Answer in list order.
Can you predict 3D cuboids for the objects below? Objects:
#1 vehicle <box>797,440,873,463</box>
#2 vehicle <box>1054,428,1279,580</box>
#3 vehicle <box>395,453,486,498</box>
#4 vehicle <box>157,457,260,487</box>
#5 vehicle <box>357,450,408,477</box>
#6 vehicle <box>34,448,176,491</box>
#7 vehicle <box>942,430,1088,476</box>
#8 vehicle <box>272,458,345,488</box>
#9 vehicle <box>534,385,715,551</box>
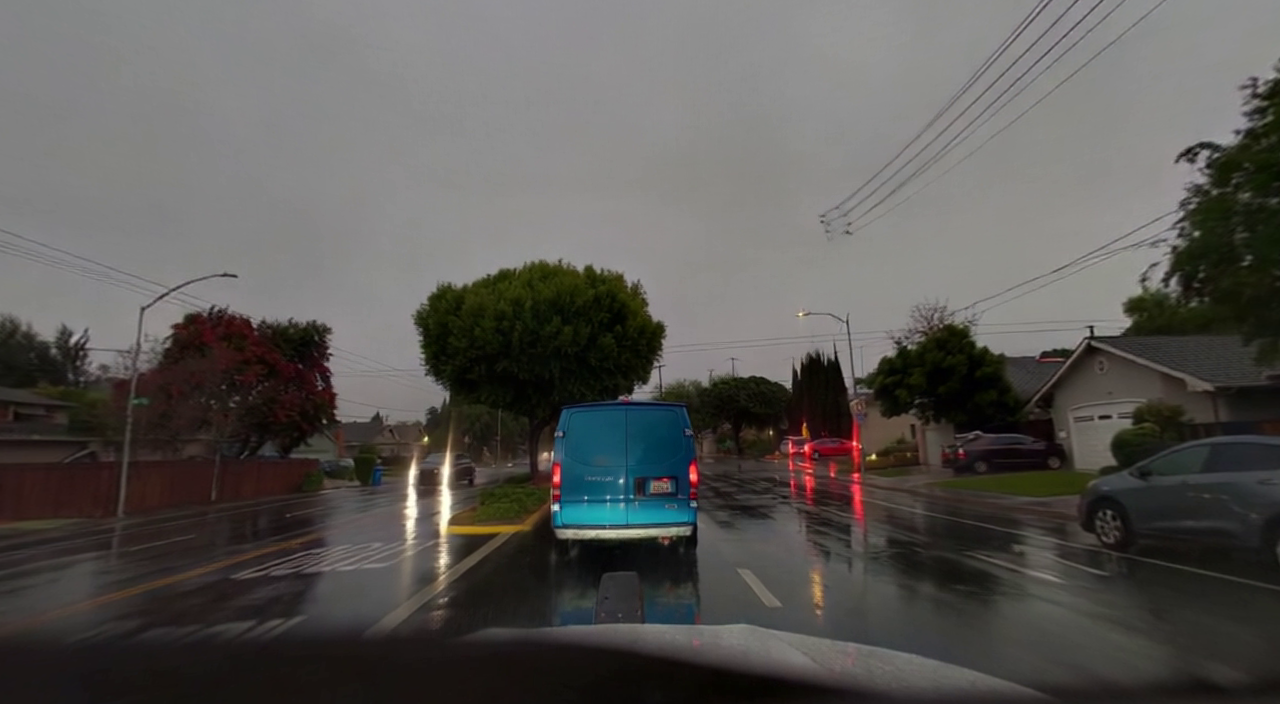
[{"bbox_3d":[13.095,6.676,42.548,4.483,1.463,1.805,0,-9,-1],"label":"vehicle"},{"bbox_3d":[7.337,1.693,7.465,1.883,1.504,4.220,0,-9,-2],"label":"vehicle"},{"bbox_3d":[-7.425,4.628,24.017,1.962,1.481,4.434,0,-9,1],"label":"vehicle"},{"bbox_3d":[-27.429,7.621,40.316,4.972,1.776,2.057,0,-9,-1],"label":"vehicle"},{"bbox_3d":[-18.013,7.792,44.458,1.841,1.769,4.105,0,-9,0],"label":"vehicle"},{"bbox_3d":[-26.917,5.903,31.932,5.026,2.017,2.215,0,-9,-1],"label":"vehicle"},{"bbox_3d":[13.128,3.563,22.294,3.916,1.517,1.887,0,-9,-1],"label":"vehicle"},{"bbox_3d":[-18.458,6.737,35.382,1.816,1.445,4.120,0,-9,0],"label":"vehicle"},{"bbox_3d":[-0.341,1.861,10.709,2.342,2.142,4.809,0,-9,-4],"label":"vehicle"}]
